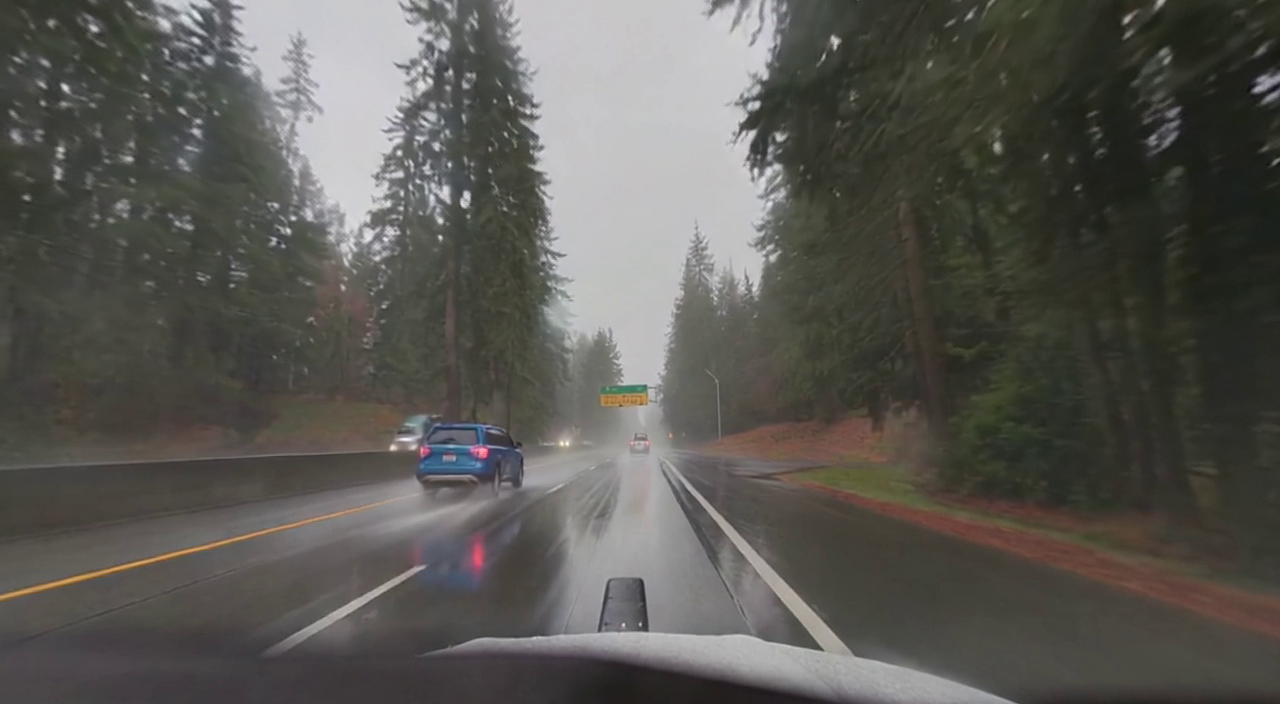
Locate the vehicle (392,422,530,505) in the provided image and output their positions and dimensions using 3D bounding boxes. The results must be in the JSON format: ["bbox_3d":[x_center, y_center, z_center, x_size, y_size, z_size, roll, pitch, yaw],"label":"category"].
[{"bbox_3d":[-4.236,2.696,15.821,2.084,1.752,4.479,0,-8,1],"label":"vehicle"}]
